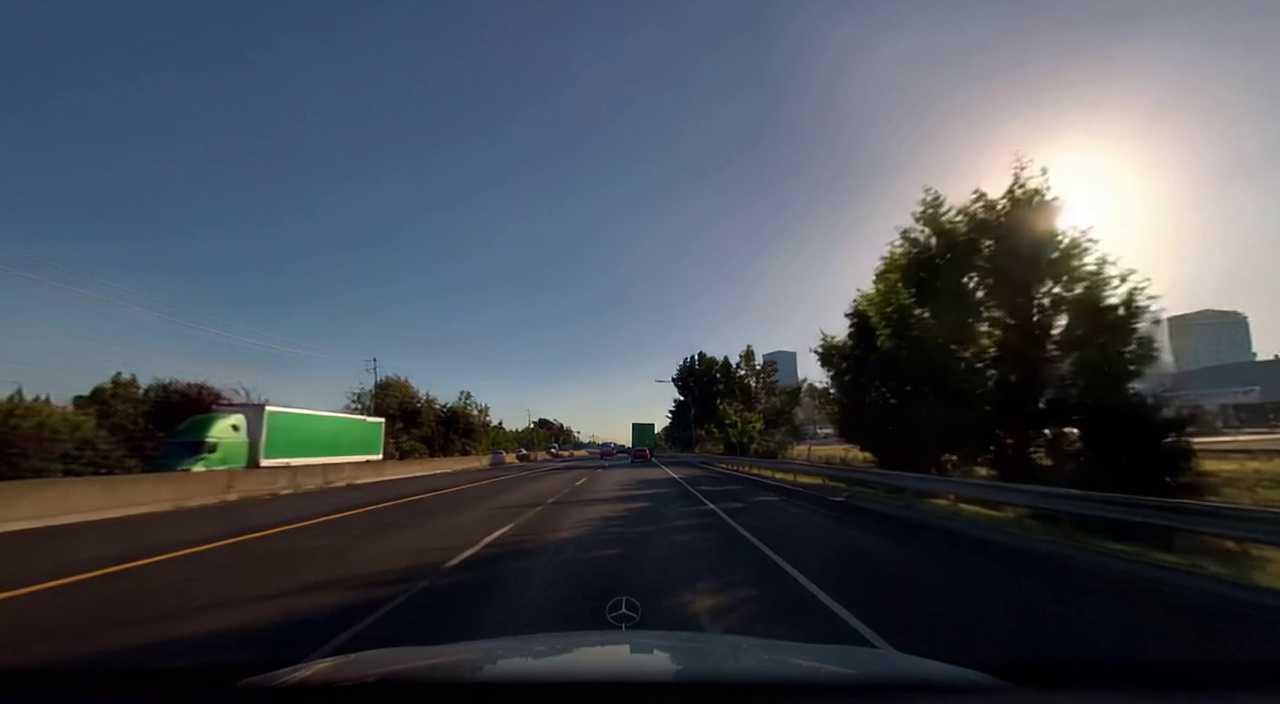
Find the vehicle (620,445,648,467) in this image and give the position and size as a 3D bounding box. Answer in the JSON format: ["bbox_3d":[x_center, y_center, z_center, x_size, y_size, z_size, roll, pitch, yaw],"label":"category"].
[{"bbox_3d":[-0.429,7.897,47.784,2.094,1.559,3.945,0,-9,0],"label":"vehicle"}]

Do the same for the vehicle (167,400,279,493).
[{"bbox_3d":[-19.134,4.362,29.129,2.971,4.001,2.802,-1,-9,2],"label":"vehicle"}]
